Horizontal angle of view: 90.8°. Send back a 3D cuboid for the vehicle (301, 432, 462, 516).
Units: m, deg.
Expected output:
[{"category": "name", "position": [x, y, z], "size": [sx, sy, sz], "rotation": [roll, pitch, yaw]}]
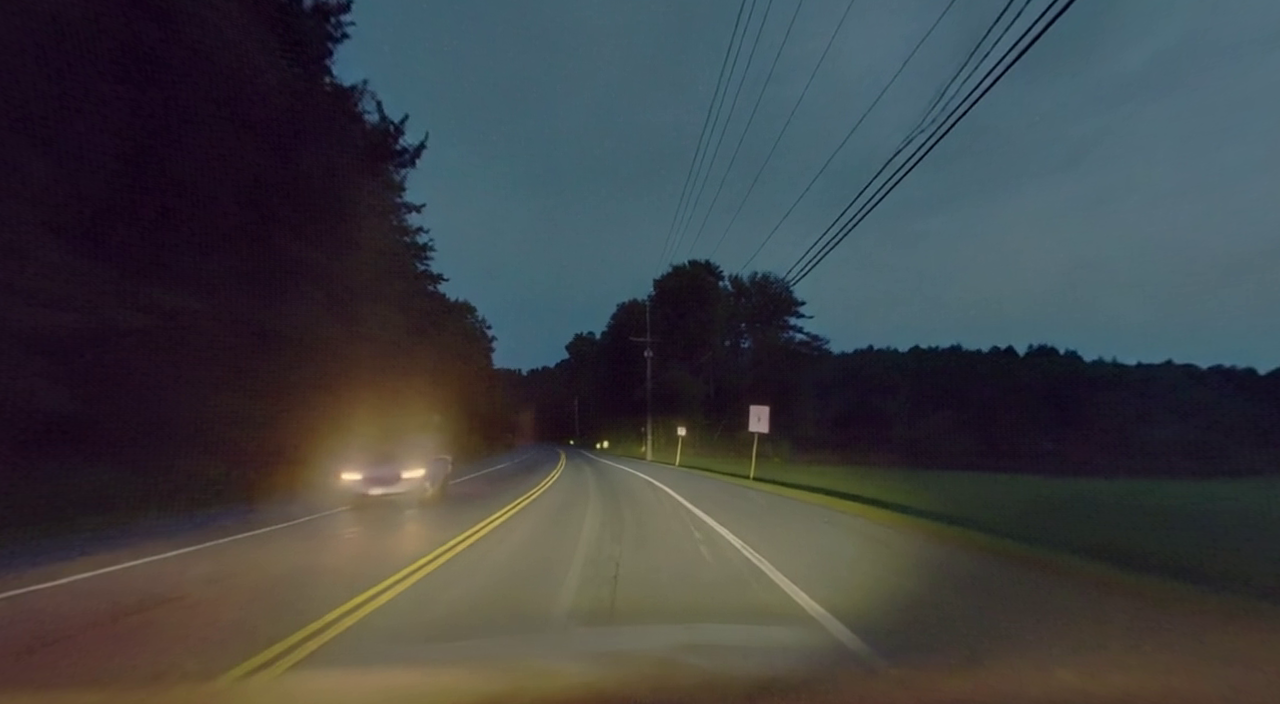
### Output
[{"category": "vehicle", "position": [-5.484, 2.618, 14.103], "size": [1.943, 1.556, 4.311], "rotation": [1, -8, -3]}]
